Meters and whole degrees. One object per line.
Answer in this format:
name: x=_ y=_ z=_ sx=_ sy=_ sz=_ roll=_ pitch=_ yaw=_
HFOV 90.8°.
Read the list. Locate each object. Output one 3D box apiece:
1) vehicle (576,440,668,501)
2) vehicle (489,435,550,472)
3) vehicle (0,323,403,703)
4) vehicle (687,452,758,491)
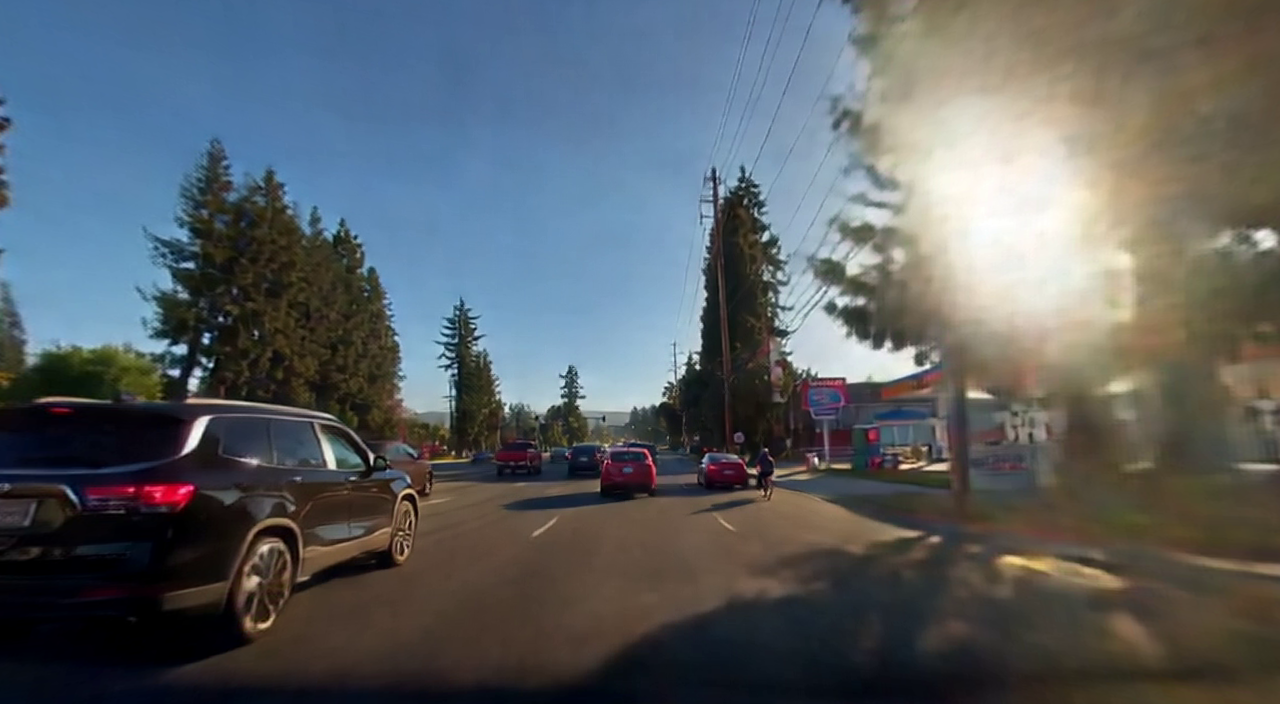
vehicle: x=-0.428 y=3.130 z=17.163 sx=2.189 sy=1.437 sz=4.135 roll=0 pitch=-8 yaw=0
vehicle: x=-6.710 y=5.731 z=35.826 sx=2.385 sy=1.918 sz=5.056 roll=0 pitch=-8 yaw=0
vehicle: x=-3.438 y=0.980 z=4.209 sx=1.922 sy=1.642 sz=4.547 roll=0 pitch=-8 yaw=0
vehicle: x=3.043 y=4.556 z=24.391 sx=2.065 sy=1.302 sz=4.416 roll=0 pitch=-8 yaw=-1
